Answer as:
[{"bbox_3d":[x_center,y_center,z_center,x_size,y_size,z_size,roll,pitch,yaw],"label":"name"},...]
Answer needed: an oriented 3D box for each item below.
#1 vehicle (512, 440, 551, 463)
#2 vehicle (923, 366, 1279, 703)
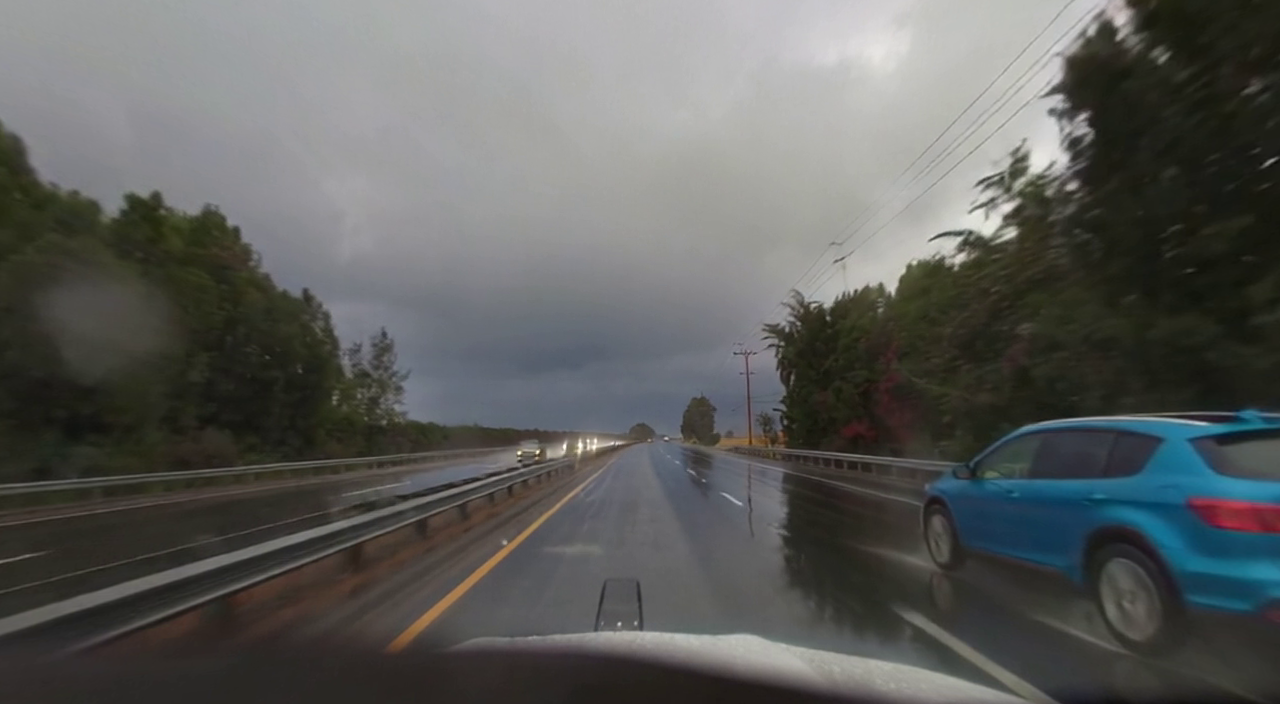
[{"bbox_3d":[-7.483,6.908,43.729,2.000,1.485,3.887,0,-8,0],"label":"vehicle"},{"bbox_3d":[3.760,1.020,3.951,2.032,1.562,4.029,0,-8,-1],"label":"vehicle"}]
